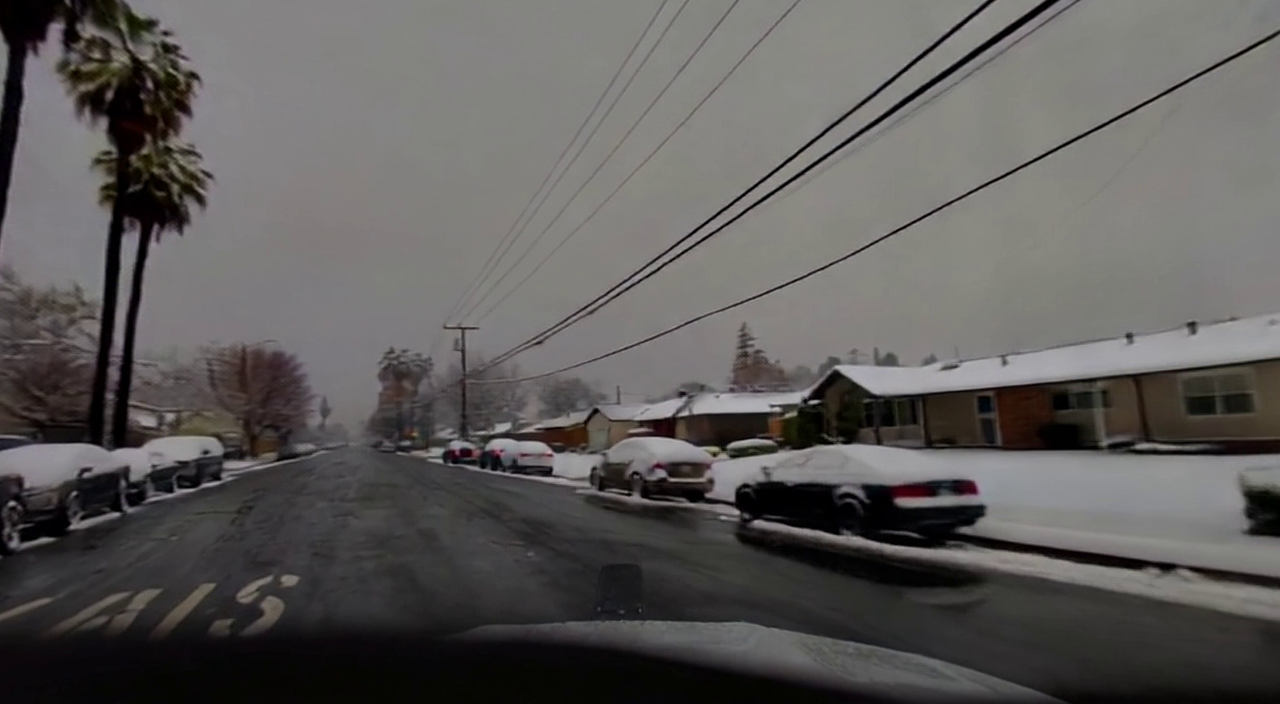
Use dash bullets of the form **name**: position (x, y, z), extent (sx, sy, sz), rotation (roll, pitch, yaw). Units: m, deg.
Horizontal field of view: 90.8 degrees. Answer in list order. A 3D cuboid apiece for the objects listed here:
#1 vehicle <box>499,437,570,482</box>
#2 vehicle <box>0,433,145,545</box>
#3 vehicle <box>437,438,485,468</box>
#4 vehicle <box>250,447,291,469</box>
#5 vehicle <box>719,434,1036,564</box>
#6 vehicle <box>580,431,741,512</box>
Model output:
- **vehicle**: position (-4.494, 4.419, 26.407), extent (1.894, 1.675, 4.294), rotation (3, -9, -23)
- **vehicle**: position (-11.064, 2.416, 11.814), extent (1.919, 1.678, 4.385), rotation (0, -6, -26)
- **vehicle**: position (-11.912, 6.622, 41.809), extent (2.115, 1.826, 4.871), rotation (4, -9, -26)
- **vehicle**: position (-27.172, 7.755, 46.571), extent (2.013, 1.483, 4.645), rotation (3, -9, -23)
- **vehicle**: position (3.137, 1.988, 9.502), extent (1.786, 1.437, 4.448), rotation (3, -9, -24)
- **vehicle**: position (0.300, 2.771, 15.299), extent (1.943, 1.623, 4.471), rotation (4, -9, -27)
